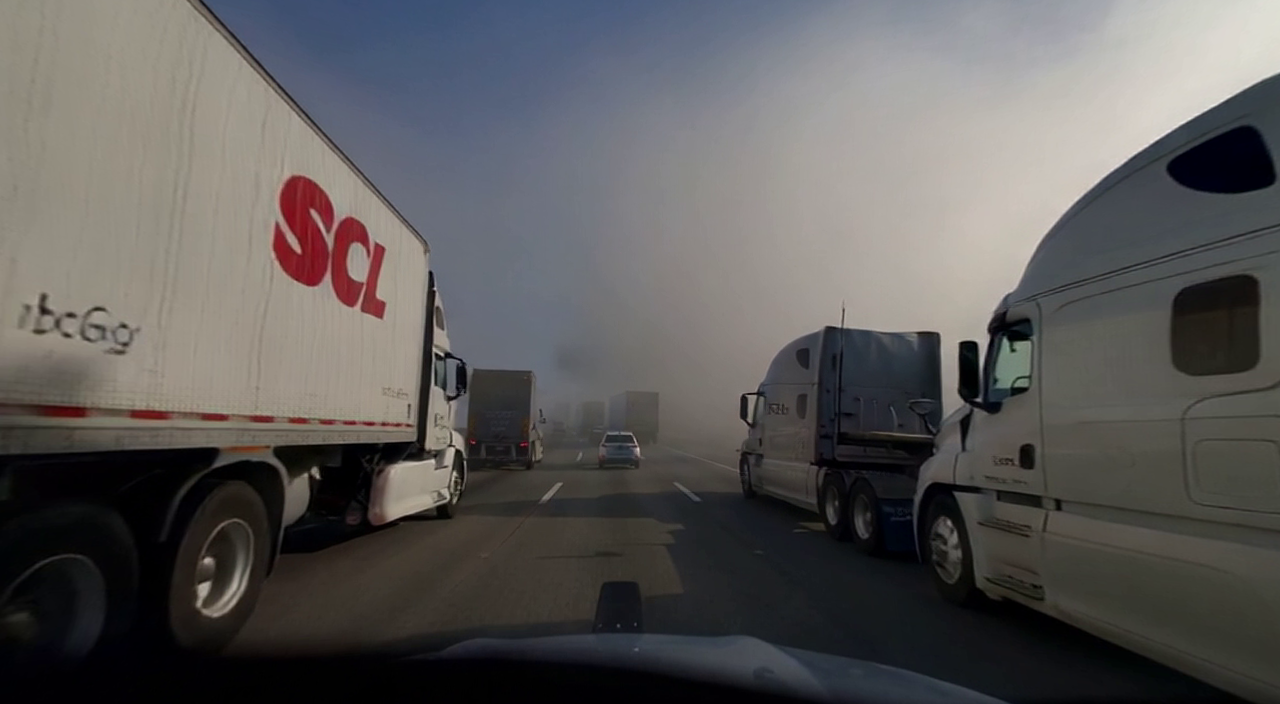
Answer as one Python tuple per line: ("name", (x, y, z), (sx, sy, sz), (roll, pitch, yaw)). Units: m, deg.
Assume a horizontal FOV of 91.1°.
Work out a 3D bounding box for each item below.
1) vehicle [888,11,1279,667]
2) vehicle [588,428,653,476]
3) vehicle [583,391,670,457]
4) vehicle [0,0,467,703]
("vehicle", (5.222, -0.022, 4.563), (2.992, 3.986, 5.841), (3, -8, -22))
("vehicle", (-0.826, 3.557, 22.803), (2.060, 1.540, 4.374), (1, -8, -6))
("vehicle", (-1.416, 5.394, 46.161), (2.899, 4.112, 13.912), (2, -8, -16))
("vehicle", (-3.800, 0.090, 4.657), (2.822, 3.788, 8.799), (0, -8, -2))
